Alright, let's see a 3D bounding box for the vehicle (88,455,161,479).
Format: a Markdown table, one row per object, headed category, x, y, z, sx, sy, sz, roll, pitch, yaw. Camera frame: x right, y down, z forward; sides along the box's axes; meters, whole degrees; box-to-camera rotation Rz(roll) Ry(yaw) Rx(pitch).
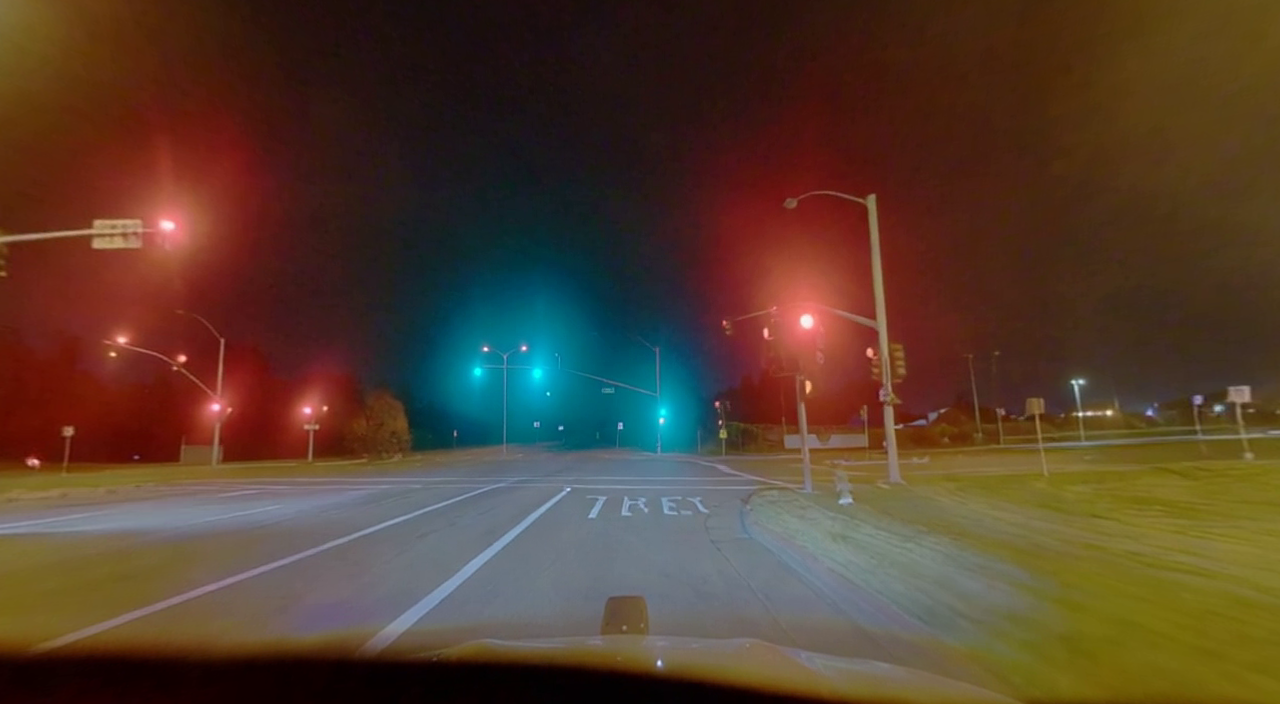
| category | x | y | z | sx | sy | sz | roll | pitch | yaw |
| --- | --- | --- | --- | --- | --- | --- | --- | --- | --- |
| vehicle | -36.883 | 8.233 | 45.156 | 3.748 | 1.389 | 1.656 | -2 | -6 | -2 |
